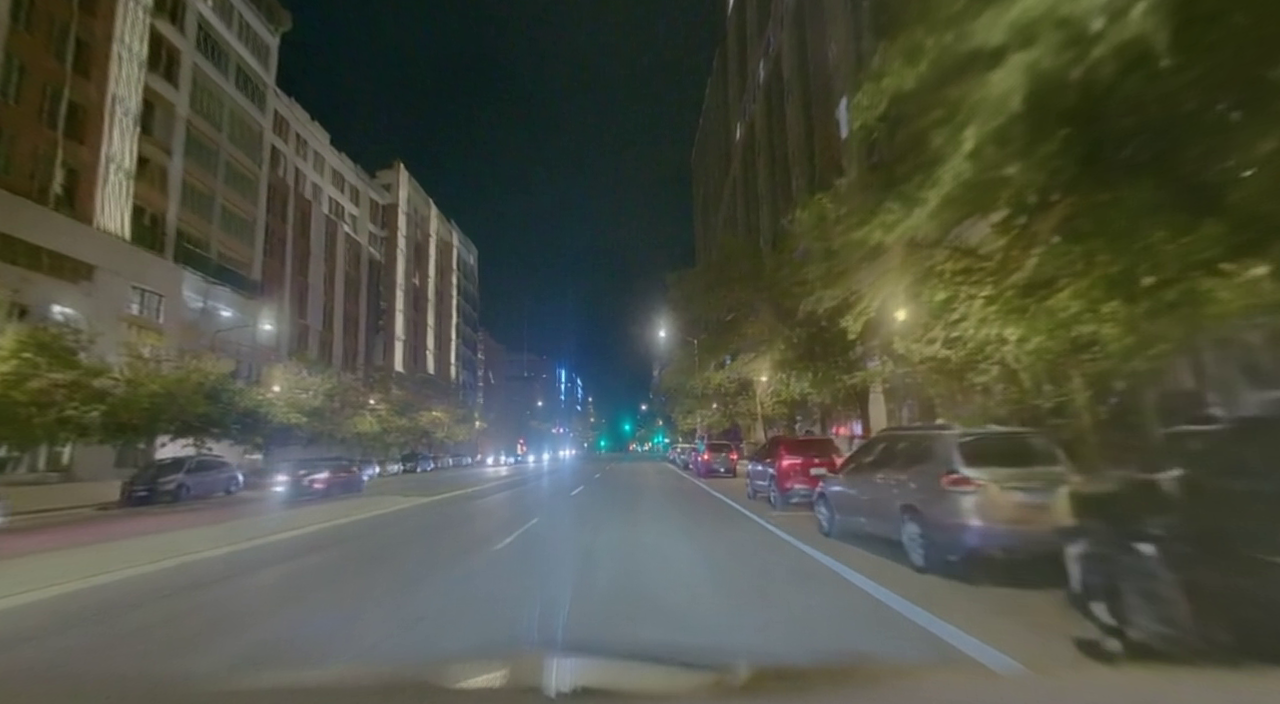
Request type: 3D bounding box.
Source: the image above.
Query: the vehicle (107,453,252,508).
[{"bbox_3d":[-18.163,5.055,25.344,2.151,1.885,4.979,0,-9,-2],"label":"vehicle"}]

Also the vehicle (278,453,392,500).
[{"bbox_3d":[-11.273,4.592,23.811,1.982,1.515,4.648,0,-9,0],"label":"vehicle"}]

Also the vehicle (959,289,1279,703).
[{"bbox_3d":[3.488,0.689,2.128,2.175,1.910,4.933,0,-9,0],"label":"vehicle"}]

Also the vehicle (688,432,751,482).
[{"bbox_3d":[3.251,4.392,26.699,1.935,1.920,4.397,0,-9,-1],"label":"vehicle"}]
